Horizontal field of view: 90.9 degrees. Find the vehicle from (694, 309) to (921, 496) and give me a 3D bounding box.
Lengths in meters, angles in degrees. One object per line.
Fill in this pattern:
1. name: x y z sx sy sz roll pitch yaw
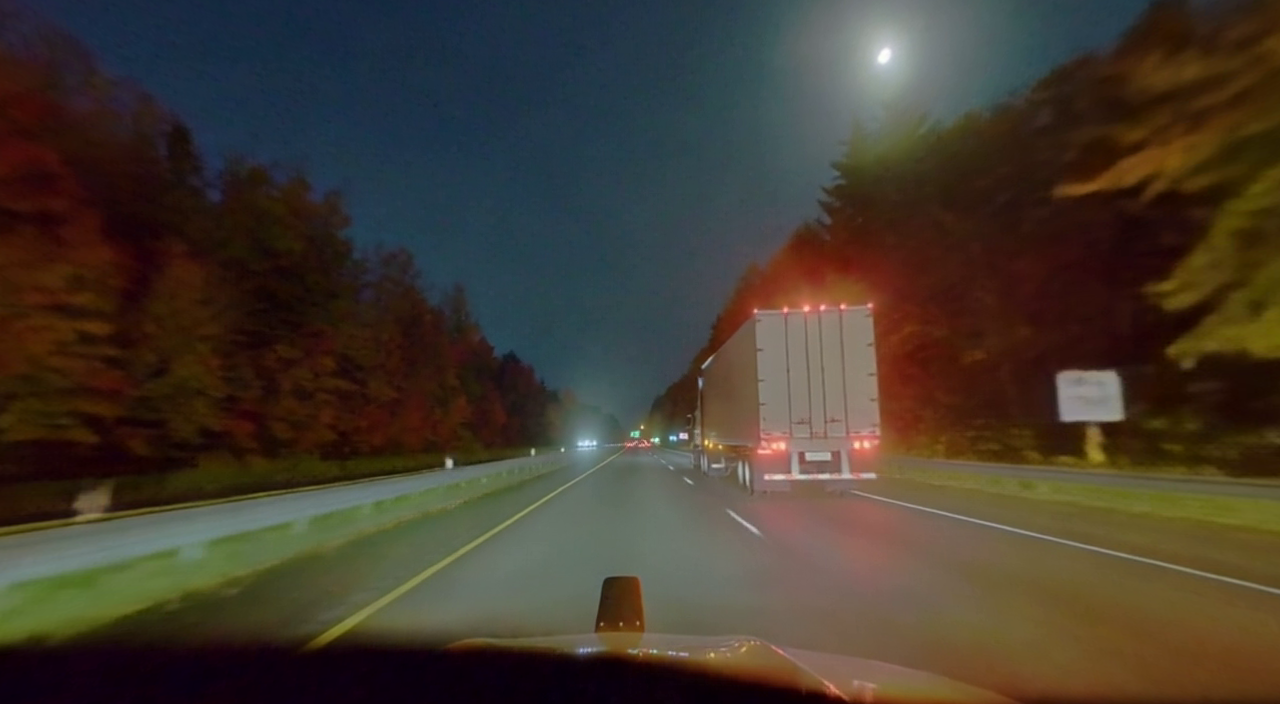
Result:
1. vehicle: 4.258 2.121 21.081 3.357 4.101 14.659 0 -8 -1
